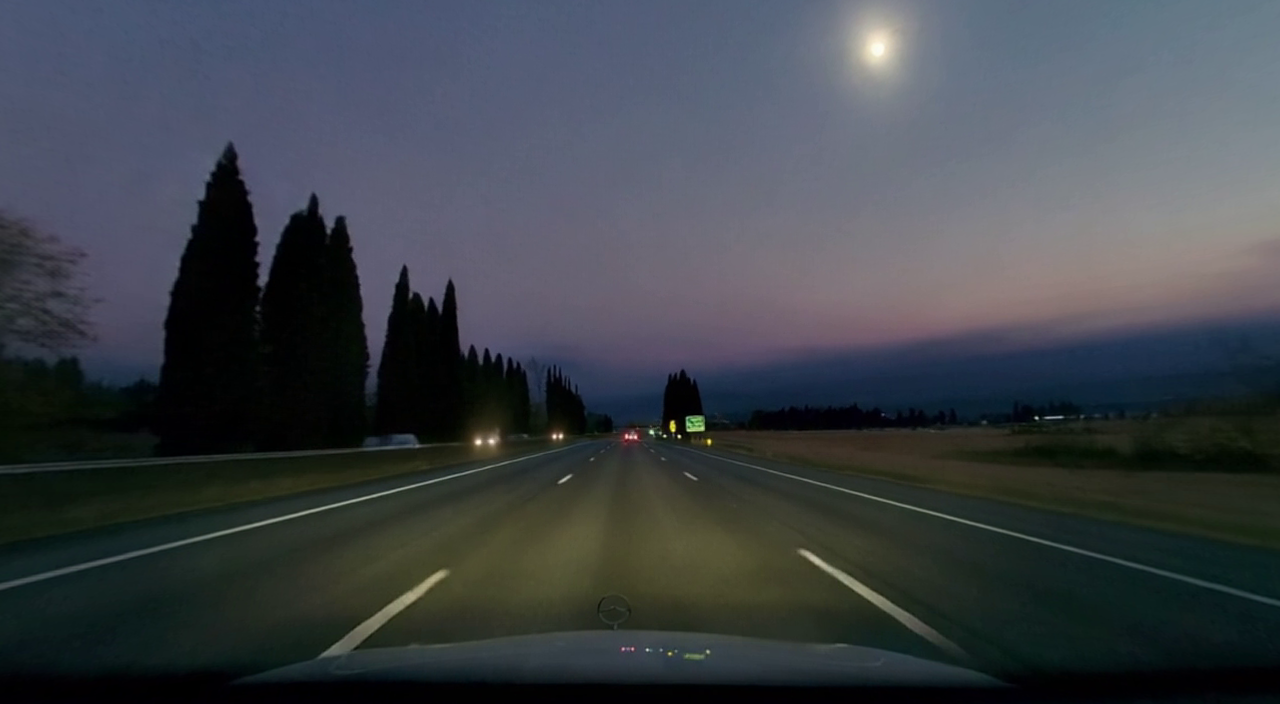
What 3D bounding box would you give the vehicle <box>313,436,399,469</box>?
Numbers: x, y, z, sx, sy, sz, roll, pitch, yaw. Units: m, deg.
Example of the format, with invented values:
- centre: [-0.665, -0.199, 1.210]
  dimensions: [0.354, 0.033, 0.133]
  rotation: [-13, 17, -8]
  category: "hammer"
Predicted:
- centre: [-13.306, 4.710, 29.873]
  dimensions: [1.967, 1.441, 4.536]
  rotation: [0, -8, 0]
  category: "vehicle"
